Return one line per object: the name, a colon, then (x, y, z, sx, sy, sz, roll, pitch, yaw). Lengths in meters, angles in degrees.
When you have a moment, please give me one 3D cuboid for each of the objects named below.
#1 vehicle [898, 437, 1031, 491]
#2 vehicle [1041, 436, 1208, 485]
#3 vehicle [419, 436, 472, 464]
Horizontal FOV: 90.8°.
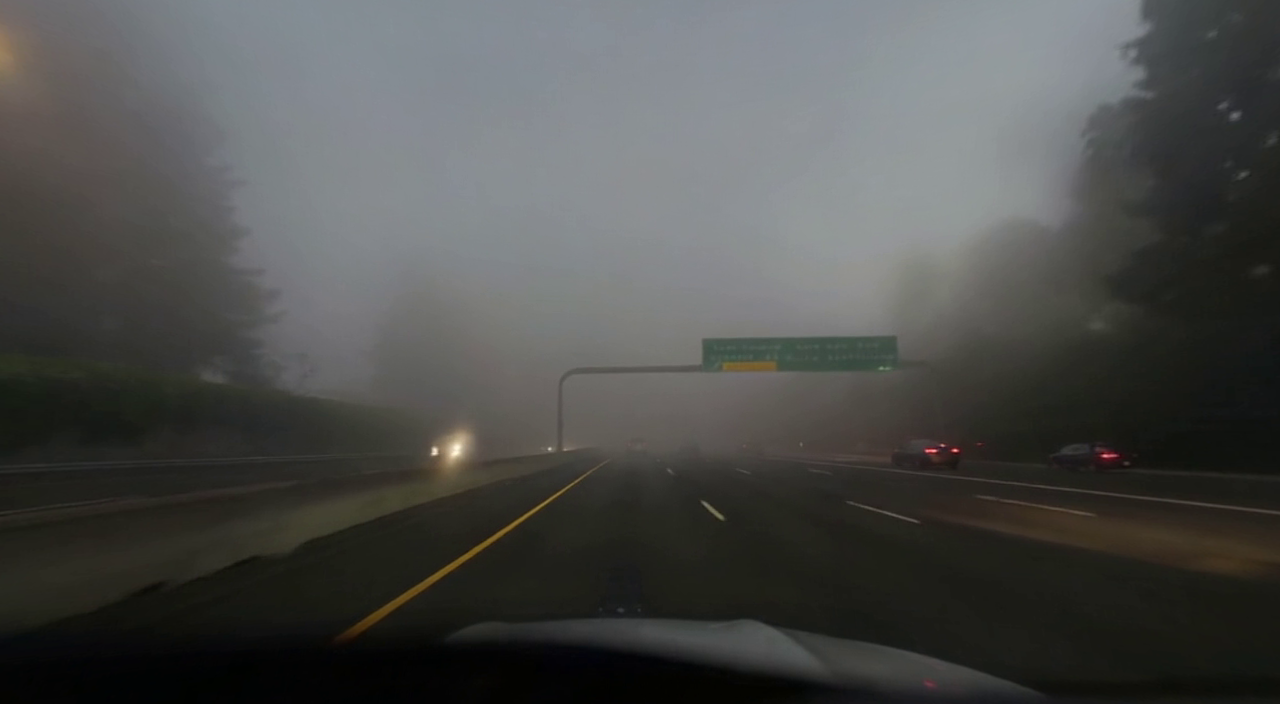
vehicle: (9.644, 3.344, 19.200, 1.836, 1.418, 4.132, 0, -8, 0)
vehicle: (16.568, 3.718, 22.013, 1.936, 1.498, 4.883, 0, -8, 0)
vehicle: (-12.574, 6.339, 41.102, 1.989, 1.694, 4.081, 2, -8, 1)
